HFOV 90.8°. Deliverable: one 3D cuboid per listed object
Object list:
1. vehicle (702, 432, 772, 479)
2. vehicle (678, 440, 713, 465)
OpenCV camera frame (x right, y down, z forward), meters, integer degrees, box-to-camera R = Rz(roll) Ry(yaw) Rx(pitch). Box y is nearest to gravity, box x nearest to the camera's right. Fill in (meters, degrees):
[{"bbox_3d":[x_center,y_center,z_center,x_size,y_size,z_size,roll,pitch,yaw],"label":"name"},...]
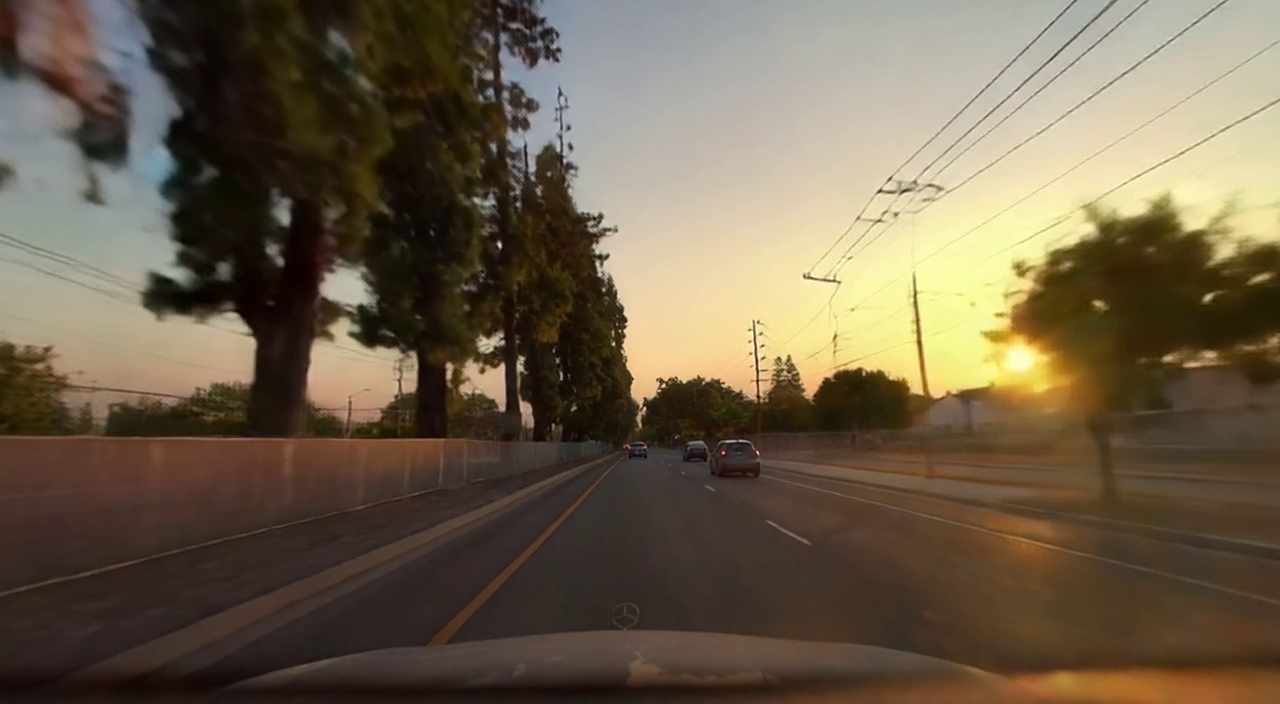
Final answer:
[{"bbox_3d":[4.019,4.388,26.986,2.112,1.825,4.574,0,-8,-2],"label":"vehicle"},{"bbox_3d":[3.800,7.021,44.118,2.012,1.653,4.115,0,-8,-1],"label":"vehicle"}]
